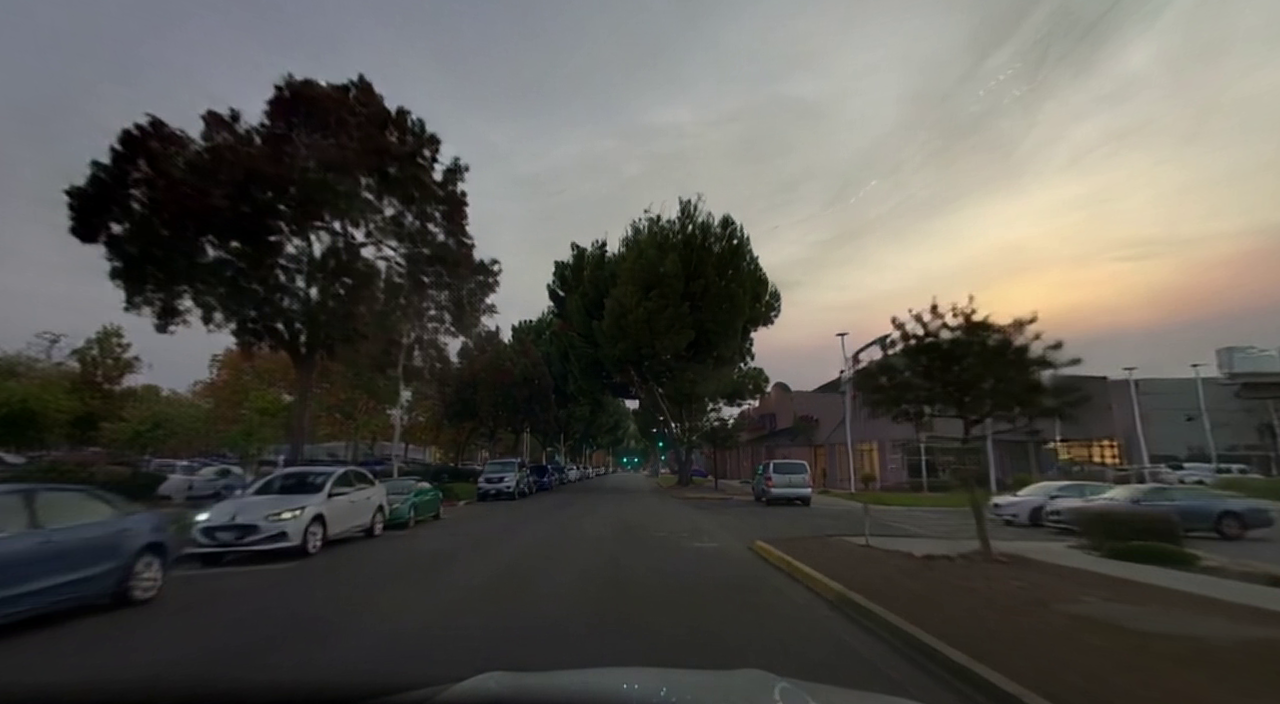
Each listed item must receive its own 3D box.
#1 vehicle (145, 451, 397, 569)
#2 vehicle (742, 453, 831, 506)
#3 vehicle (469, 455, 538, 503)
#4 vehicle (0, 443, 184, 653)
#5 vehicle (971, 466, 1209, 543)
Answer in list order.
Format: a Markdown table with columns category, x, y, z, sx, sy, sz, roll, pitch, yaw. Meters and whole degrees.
| category | x | y | z | sx | sy | sz | roll | pitch | yaw |
| --- | --- | --- | --- | --- | --- | --- | --- | --- | --- |
| vehicle | -6.065 | 2.647 | 11.118 | 1.957 | 1.634 | 4.164 | 1 | -11 | -1 |
| vehicle | 5.442 | 4.836 | 24.065 | 2.054 | 1.779 | 4.650 | 1 | -11 | -3 |
| vehicle | -6.260 | 5.922 | 29.604 | 2.196 | 2.001 | 5.548 | 1 | -11 | -3 |
| vehicle | -5.783 | 1.466 | 4.669 | 1.820 | 1.578 | 4.043 | 1 | -11 | -2 |
| vehicle | 10.121 | 3.462 | 14.785 | 1.926 | 1.469 | 4.654 | 2 | -11 | -4 |
